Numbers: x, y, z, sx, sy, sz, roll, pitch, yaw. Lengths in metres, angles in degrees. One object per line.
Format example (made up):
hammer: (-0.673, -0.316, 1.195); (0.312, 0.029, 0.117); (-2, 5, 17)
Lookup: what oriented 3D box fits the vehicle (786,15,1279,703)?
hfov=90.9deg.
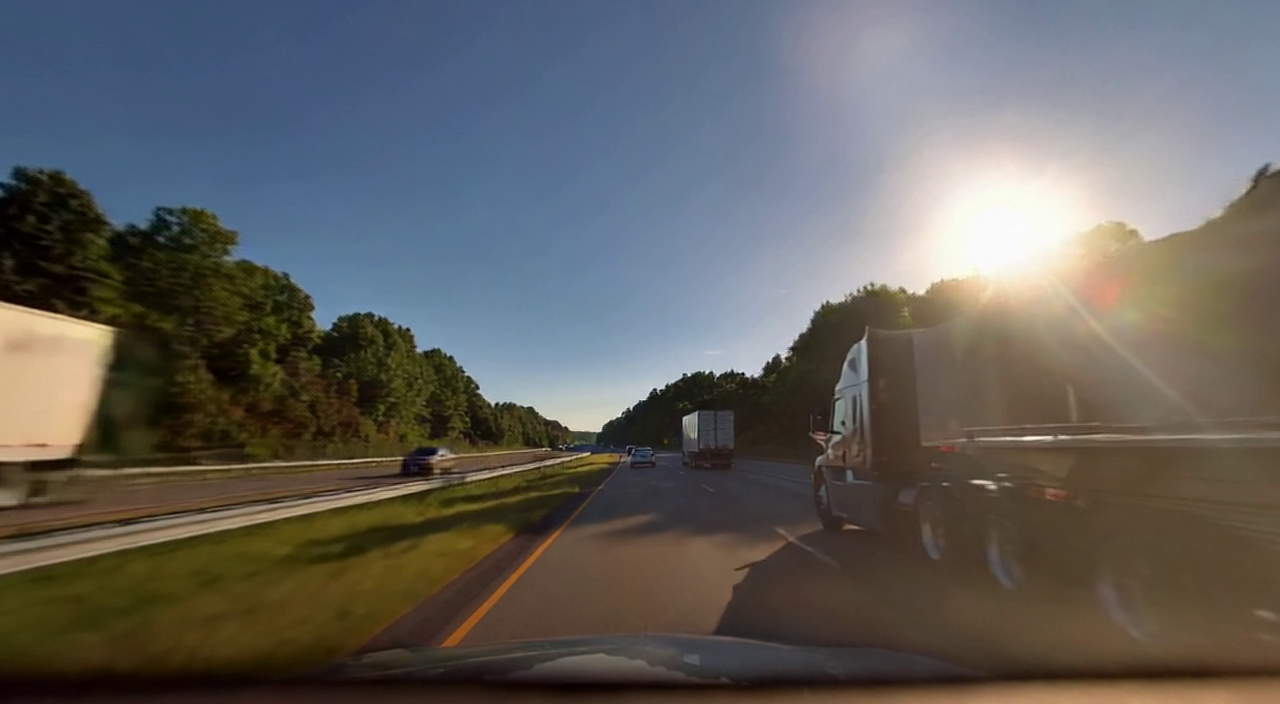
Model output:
vehicle: (3.766, 0.322, 6.437); (3.025, 3.897, 5.853); (0, -9, 0)

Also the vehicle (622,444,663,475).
vehicle: (0.092, 5.701, 33.693); (2.051, 1.513, 4.511); (0, -9, -1)

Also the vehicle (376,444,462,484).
vehicle: (-8.914, 4.561, 25.864); (1.909, 1.461, 4.616); (0, -9, 0)

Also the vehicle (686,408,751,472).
vehicle: (4.254, 4.995, 35.471); (2.684, 3.263, 5.865); (0, -9, -2)
